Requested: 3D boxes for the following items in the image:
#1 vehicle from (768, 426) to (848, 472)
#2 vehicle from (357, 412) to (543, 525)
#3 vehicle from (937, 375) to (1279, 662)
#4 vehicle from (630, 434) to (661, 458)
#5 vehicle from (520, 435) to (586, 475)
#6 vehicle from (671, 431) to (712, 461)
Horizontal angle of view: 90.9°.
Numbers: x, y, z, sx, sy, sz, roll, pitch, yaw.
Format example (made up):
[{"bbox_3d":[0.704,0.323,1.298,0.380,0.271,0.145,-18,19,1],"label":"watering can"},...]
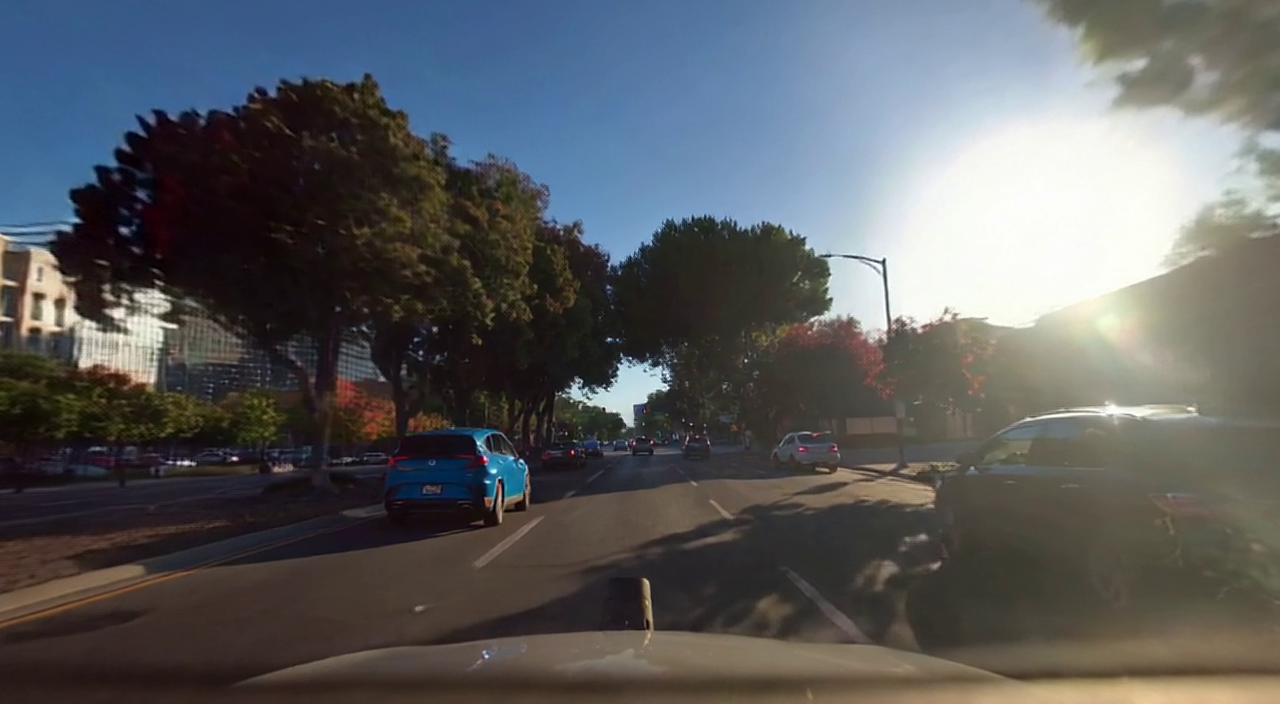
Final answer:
[{"bbox_3d":[7.011,4.118,26.829,2.076,1.793,4.464,0,-9,-1],"label":"vehicle"},{"bbox_3d":[-3.267,2.127,11.953,2.141,1.719,4.379,0,-9,0],"label":"vehicle"},{"bbox_3d":[4.789,1.289,5.925,2.088,1.666,4.512,-1,-9,5],"label":"vehicle"},{"bbox_3d":[0.430,7.379,49.522,2.304,1.795,4.526,0,-9,0],"label":"vehicle"},{"bbox_3d":[-3.440,4.187,25.728,2.036,1.465,4.301,0,-9,1],"label":"vehicle"},{"bbox_3d":[3.307,6.207,41.582,2.178,1.804,4.766,0,-9,-1],"label":"vehicle"}]
